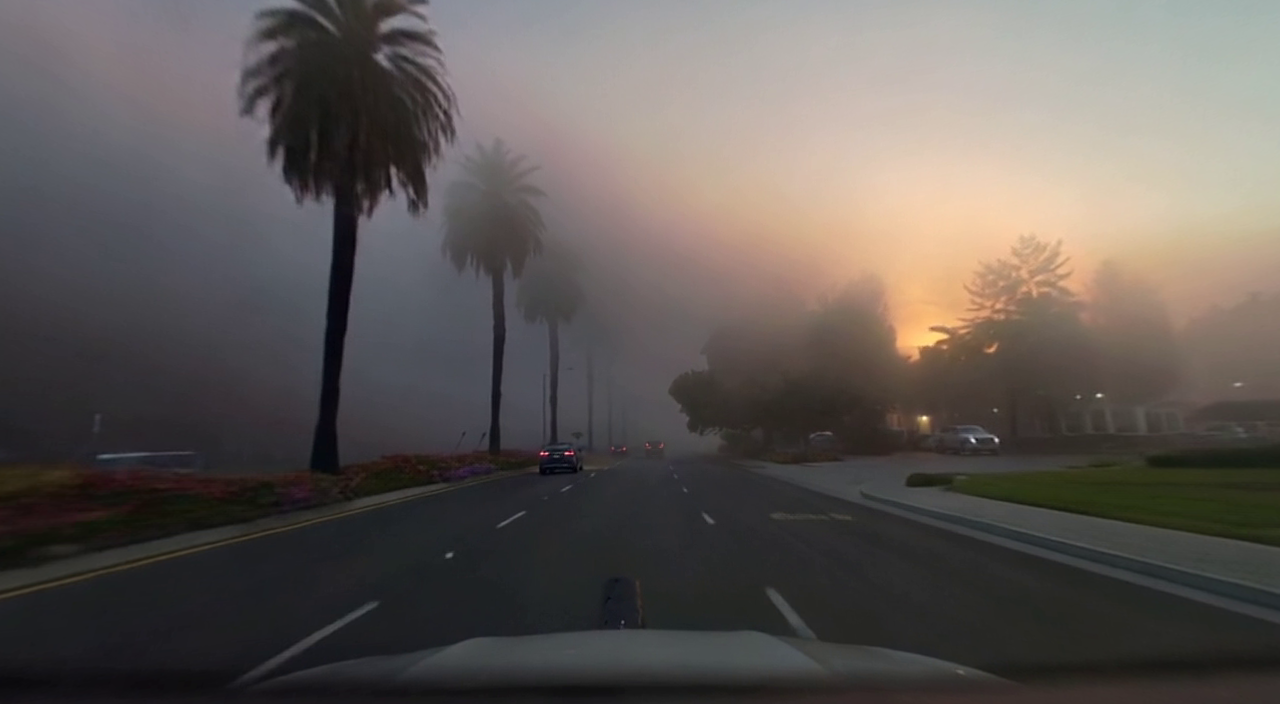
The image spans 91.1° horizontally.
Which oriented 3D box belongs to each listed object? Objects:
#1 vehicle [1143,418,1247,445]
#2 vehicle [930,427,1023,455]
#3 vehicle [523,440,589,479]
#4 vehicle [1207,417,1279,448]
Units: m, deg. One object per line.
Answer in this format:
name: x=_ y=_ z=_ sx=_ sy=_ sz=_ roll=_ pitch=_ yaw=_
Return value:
vehicle: x=32.828 y=4.723 z=37.232 sx=4.151 sy=1.525 sz=1.875 roll=-1 pitch=-9 yaw=6
vehicle: x=19.914 y=5.302 z=37.274 sx=4.364 sy=1.609 sz=1.917 roll=-1 pitch=-9 yaw=7
vehicle: x=-3.417 y=4.501 z=26.513 sx=2.036 sy=1.478 sz=4.508 roll=0 pitch=-9 yaw=2
vehicle: x=31.805 y=4.065 z=31.496 sx=4.570 sy=1.521 sz=1.887 roll=-1 pitch=-9 yaw=9
